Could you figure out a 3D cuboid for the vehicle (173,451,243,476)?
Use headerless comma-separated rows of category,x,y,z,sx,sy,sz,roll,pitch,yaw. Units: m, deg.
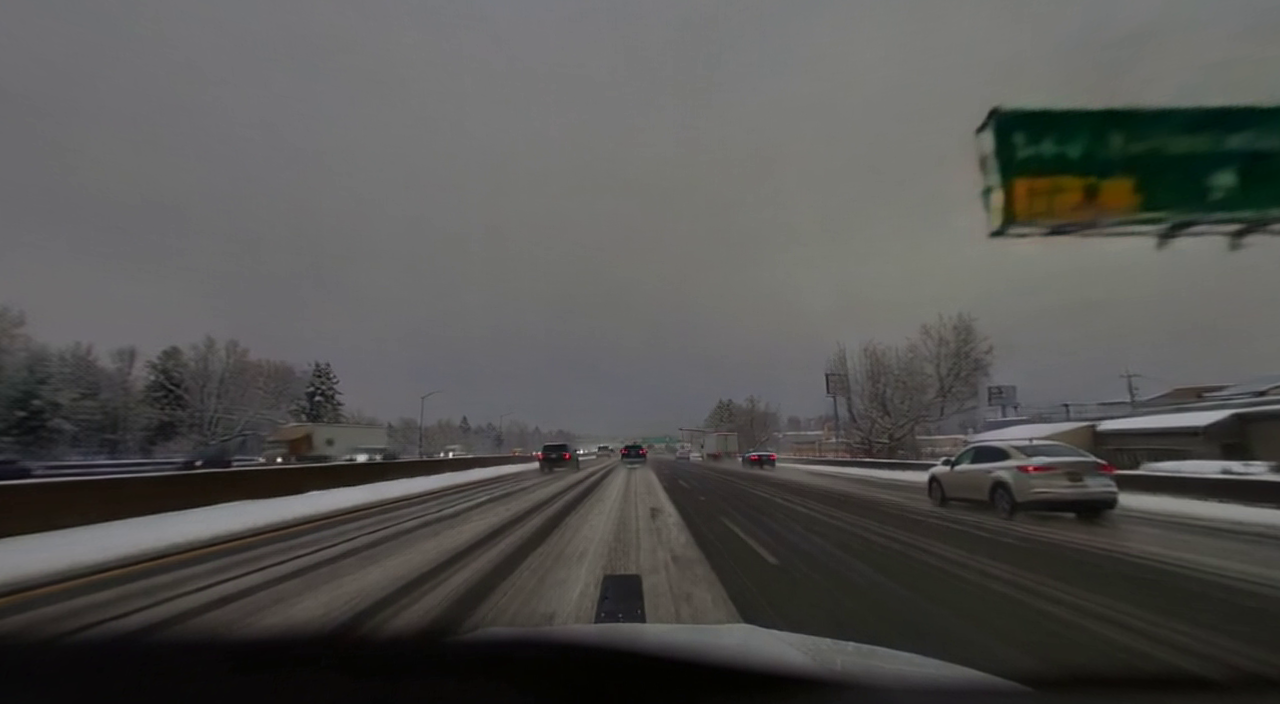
vehicle,-25.597,6.587,37.562,1.653,1.399,3.485,0,-9,0

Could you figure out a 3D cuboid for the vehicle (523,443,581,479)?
vehicle,-4.235,5.316,31.178,2.126,1.631,4.643,0,-9,1

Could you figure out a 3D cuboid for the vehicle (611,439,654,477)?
vehicle,-0.351,5.371,32.322,2.002,1.759,4.658,0,-9,0

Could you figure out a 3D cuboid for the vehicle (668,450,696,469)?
vehicle,3.052,7.895,46.540,1.816,1.353,3.809,0,-9,-1

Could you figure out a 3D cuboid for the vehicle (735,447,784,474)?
vehicle,6.796,6.185,36.323,1.879,1.428,4.402,0,-9,-1

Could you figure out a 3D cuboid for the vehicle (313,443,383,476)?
vehicle,-13.641,5.021,29.745,1.606,1.434,3.414,0,-9,1

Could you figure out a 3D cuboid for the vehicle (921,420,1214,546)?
vehicle,6.659,2.068,10.595,1.944,1.666,4.184,0,-9,0
